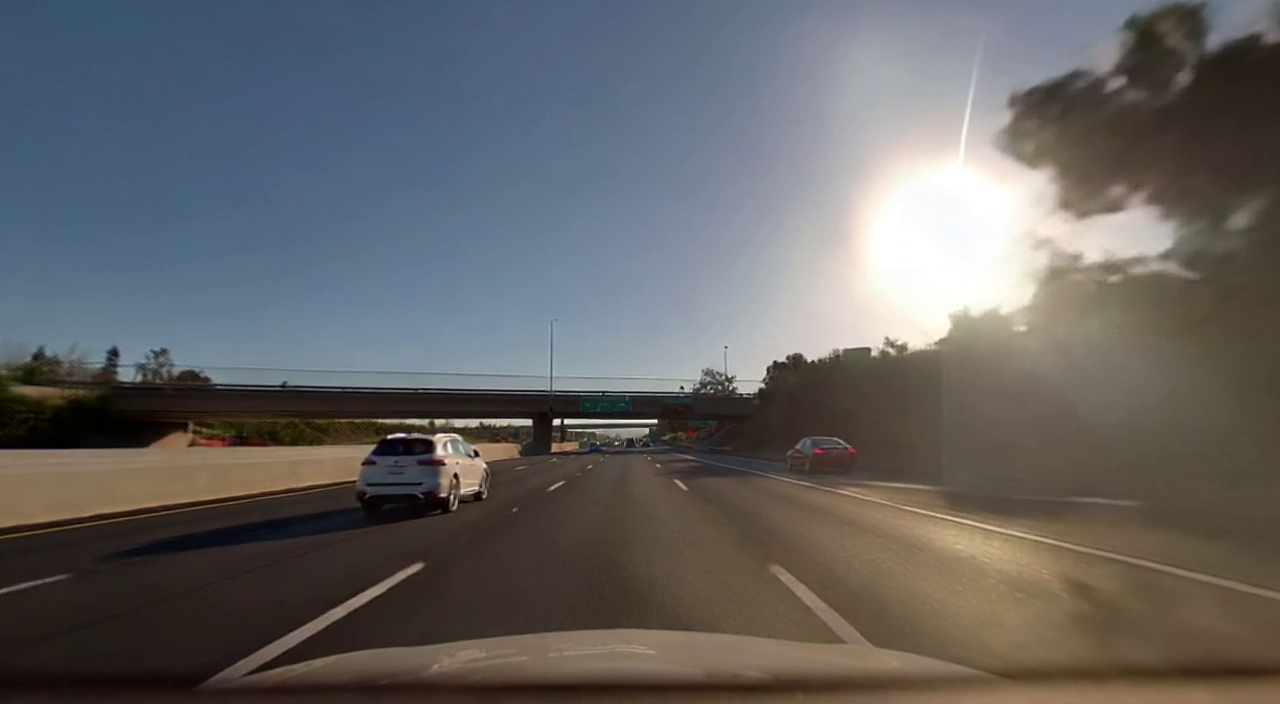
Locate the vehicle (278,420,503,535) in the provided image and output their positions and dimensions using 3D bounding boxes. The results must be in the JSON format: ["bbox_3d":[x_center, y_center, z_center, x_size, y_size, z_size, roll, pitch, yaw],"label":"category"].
[{"bbox_3d":[-4.246,2.208,11.888,2.200,1.662,5.091,-1,-8,0],"label":"vehicle"}]

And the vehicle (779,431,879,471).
[{"bbox_3d":[8.460,4.485,28.775,2.136,1.641,4.964,1,-8,-13],"label":"vehicle"}]
